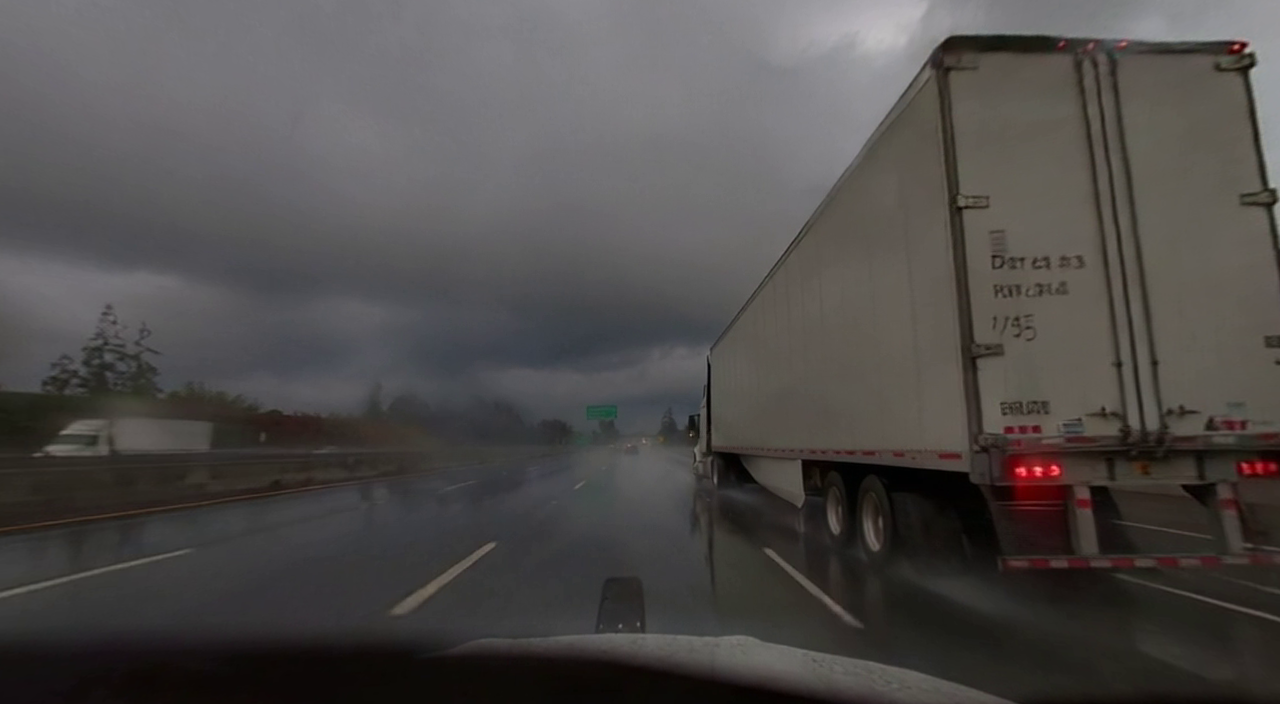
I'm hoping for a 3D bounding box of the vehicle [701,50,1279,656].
[{"bbox_3d":[3.498,1.094,12.410,2.743,4.160,16.408,0,-9,-1],"label":"vehicle"}]

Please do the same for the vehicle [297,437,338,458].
[{"bbox_3d":[-25.388,7.573,49.834,1.528,1.370,3.394,-1,-12,-1],"label":"vehicle"}]
